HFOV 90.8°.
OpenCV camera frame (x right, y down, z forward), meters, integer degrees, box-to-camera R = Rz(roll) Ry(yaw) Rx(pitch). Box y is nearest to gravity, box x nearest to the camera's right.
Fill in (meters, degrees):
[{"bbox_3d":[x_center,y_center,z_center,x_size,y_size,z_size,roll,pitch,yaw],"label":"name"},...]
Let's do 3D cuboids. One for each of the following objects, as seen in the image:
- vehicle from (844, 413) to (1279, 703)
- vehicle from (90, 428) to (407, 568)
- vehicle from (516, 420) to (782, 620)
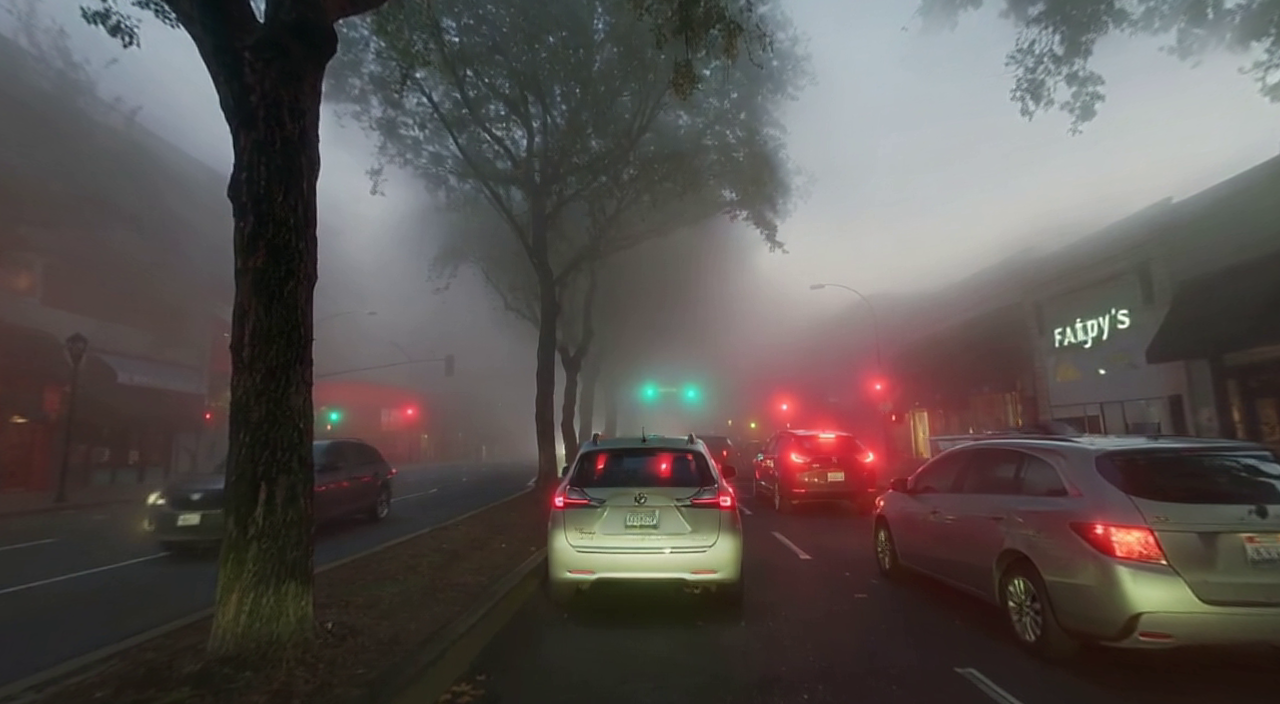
[{"bbox_3d":[3.392,1.366,5.308,1.988,1.480,4.195,0,-9,1],"label":"vehicle"},{"bbox_3d":[-5.279,1.999,9.509,1.898,1.542,4.689,0,-9,-2],"label":"vehicle"},{"bbox_3d":[0.058,1.537,6.614,2.006,1.487,3.535,0,-9,0],"label":"vehicle"}]
